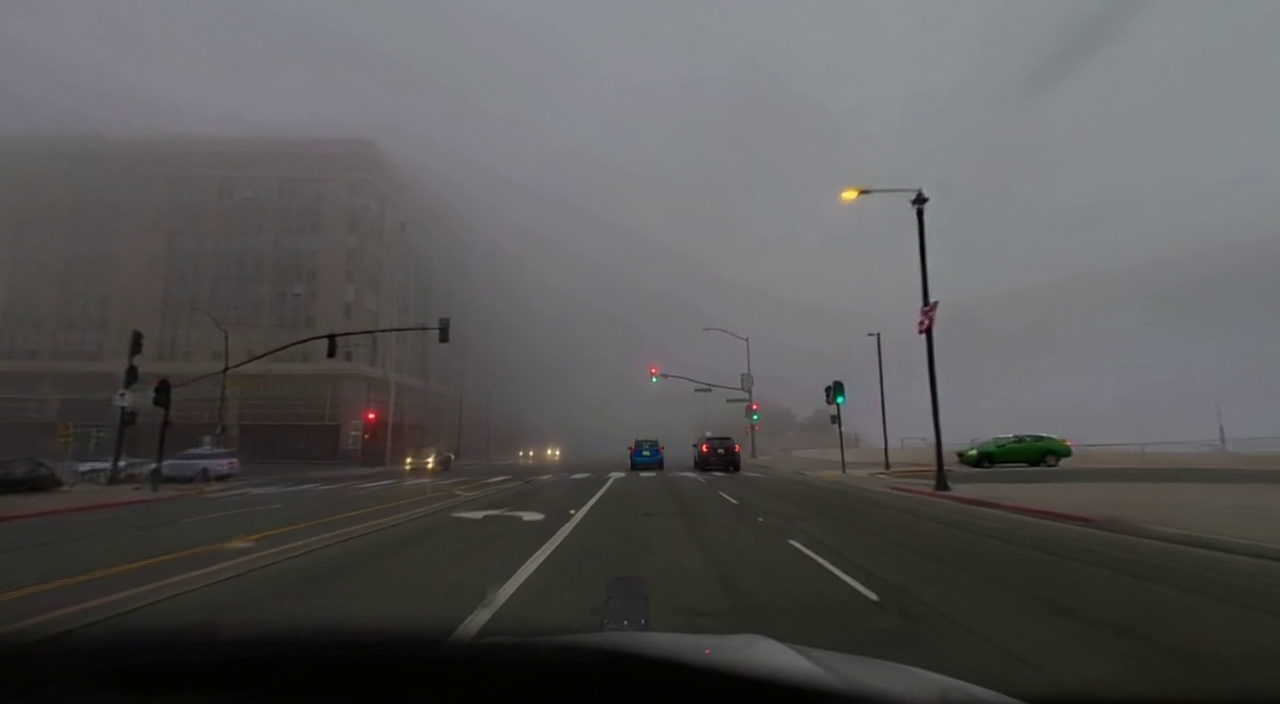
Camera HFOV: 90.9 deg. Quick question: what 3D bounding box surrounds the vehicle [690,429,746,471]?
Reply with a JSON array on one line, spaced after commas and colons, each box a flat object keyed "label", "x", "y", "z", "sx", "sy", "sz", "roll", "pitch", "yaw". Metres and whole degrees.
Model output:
[{"label": "vehicle", "x": 3.853, "y": 4.994, "z": 32.192, "sx": 2.159, "sy": 1.938, "sz": 4.836, "roll": 0, "pitch": -8, "yaw": -1}]

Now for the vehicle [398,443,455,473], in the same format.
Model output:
[{"label": "vehicle", "x": -13.764, "y": 6.826, "z": 40.877, "sx": 2.082, "sy": 1.772, "sz": 4.447, "roll": 0, "pitch": -8, "yaw": 1}]

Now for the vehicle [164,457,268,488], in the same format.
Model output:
[{"label": "vehicle", "x": -23.812, "y": 6.769, "z": 35.503, "sx": 4.404, "sy": 1.618, "sz": 1.968, "roll": 0, "pitch": -9, "yaw": 1}]

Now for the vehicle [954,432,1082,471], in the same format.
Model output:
[{"label": "vehicle", "x": 17.238, "y": 4.572, "z": 28.925, "sx": 4.556, "sy": 1.693, "sz": 2.030, "roll": 0, "pitch": -8, "yaw": -1}]

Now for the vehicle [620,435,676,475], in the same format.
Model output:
[{"label": "vehicle", "x": 0.299, "y": 4.472, "z": 27.446, "sx": 2.245, "sy": 1.587, "sz": 4.094, "roll": 0, "pitch": -8, "yaw": -1}]

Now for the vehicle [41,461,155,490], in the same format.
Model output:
[{"label": "vehicle", "x": -30.294, "y": 6.917, "z": 35.311, "sx": 4.452, "sy": 1.517, "sz": 2.095, "roll": 0, "pitch": -9, "yaw": 1}]
